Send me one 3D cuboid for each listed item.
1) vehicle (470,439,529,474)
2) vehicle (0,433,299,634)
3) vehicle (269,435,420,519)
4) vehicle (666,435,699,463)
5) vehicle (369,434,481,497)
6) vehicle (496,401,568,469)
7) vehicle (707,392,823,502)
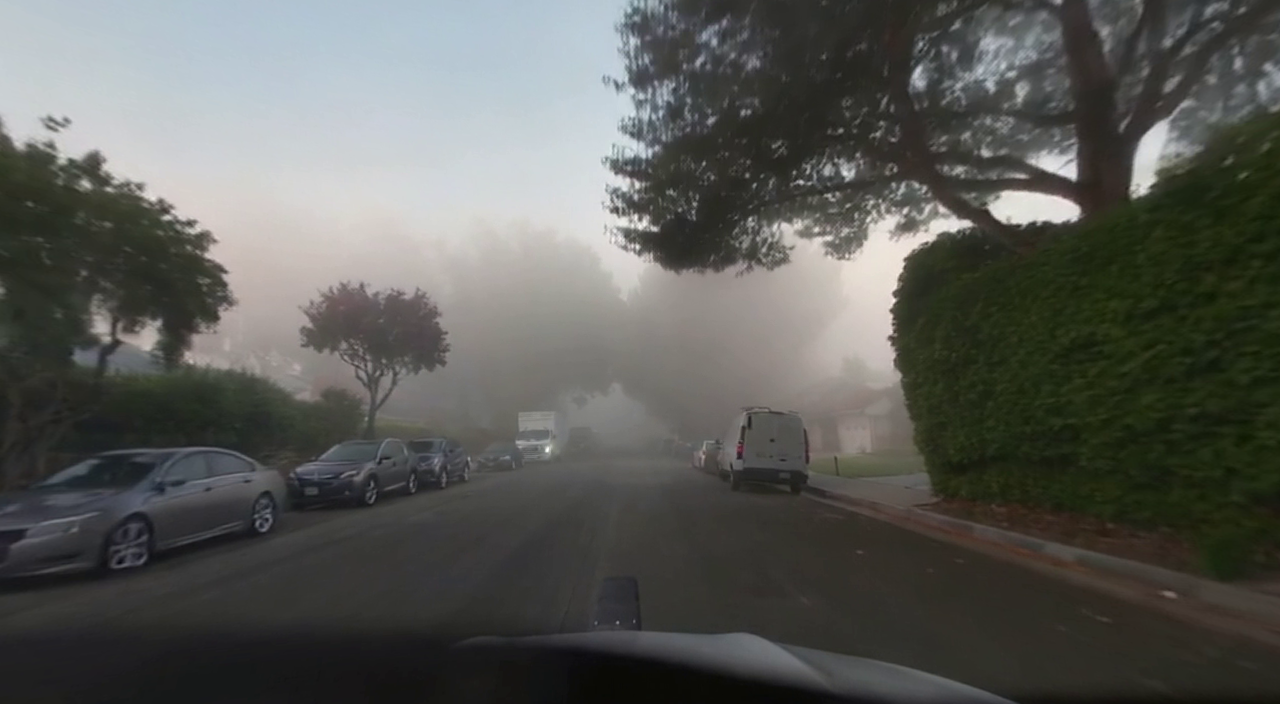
[{"bbox_3d":[-6.414,4.791,29.176,1.921,1.470,4.068,0,-8,-1],"label":"vehicle"},{"bbox_3d":[-6.292,1.861,7.632,1.901,1.472,4.676,-2,-5,-2],"label":"vehicle"},{"bbox_3d":[-6.279,2.632,13.837,1.758,1.519,3.396,-2,-7,-2],"label":"vehicle"},{"bbox_3d":[2.942,6.795,44.406,1.965,1.855,4.677,0,-8,-1],"label":"vehicle"},{"bbox_3d":[-6.193,3.300,18.754,1.818,1.563,4.483,-2,-8,0],"label":"vehicle"},{"bbox_3d":[-6.281,4.980,37.943,2.896,3.648,8.004,0,-8,0],"label":"vehicle"},{"bbox_3d":[3.233,2.550,17.347,2.215,2.542,4.550,-1,-7,0],"label":"vehicle"}]
